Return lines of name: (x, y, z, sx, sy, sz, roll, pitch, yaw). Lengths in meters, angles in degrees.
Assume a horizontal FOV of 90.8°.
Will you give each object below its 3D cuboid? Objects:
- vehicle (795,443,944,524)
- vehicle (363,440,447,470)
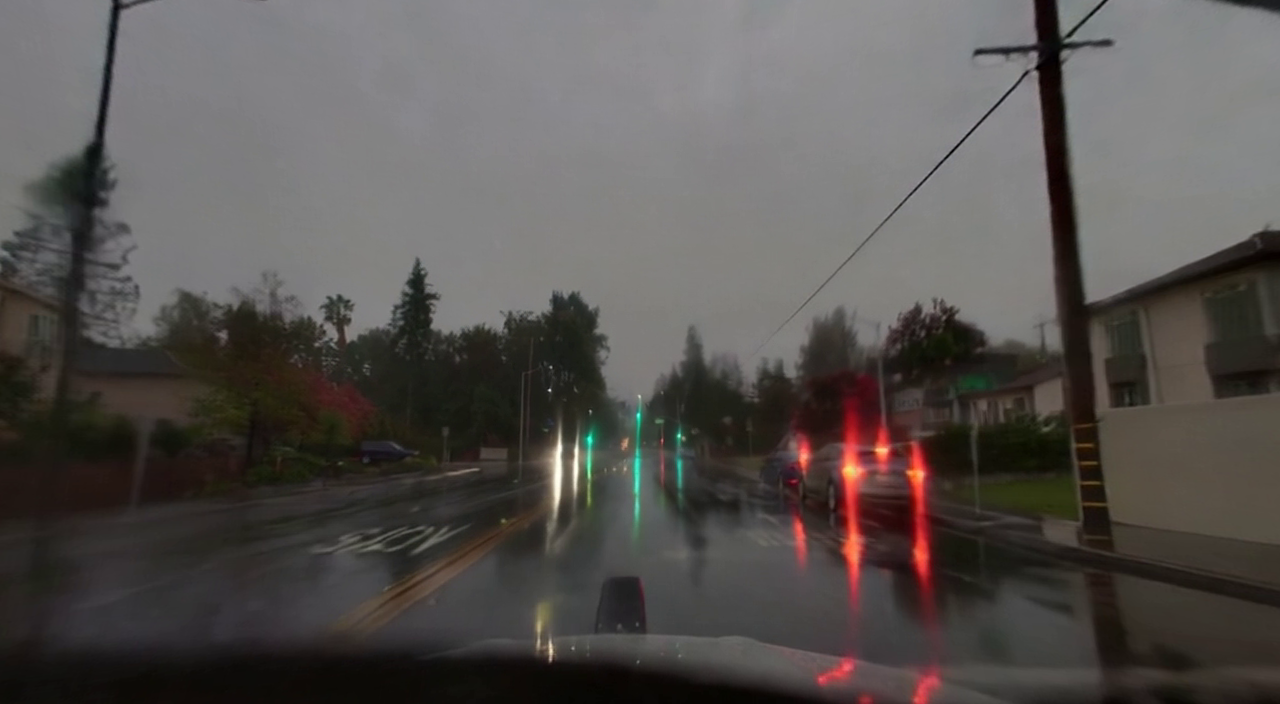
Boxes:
vehicle: (5.168, 2.974, 14.961, 1.891, 1.611, 4.269, 0, -8, 0)
vehicle: (-16.216, 7.093, 43.593, 5.125, 1.941, 2.086, 4, -9, -26)
